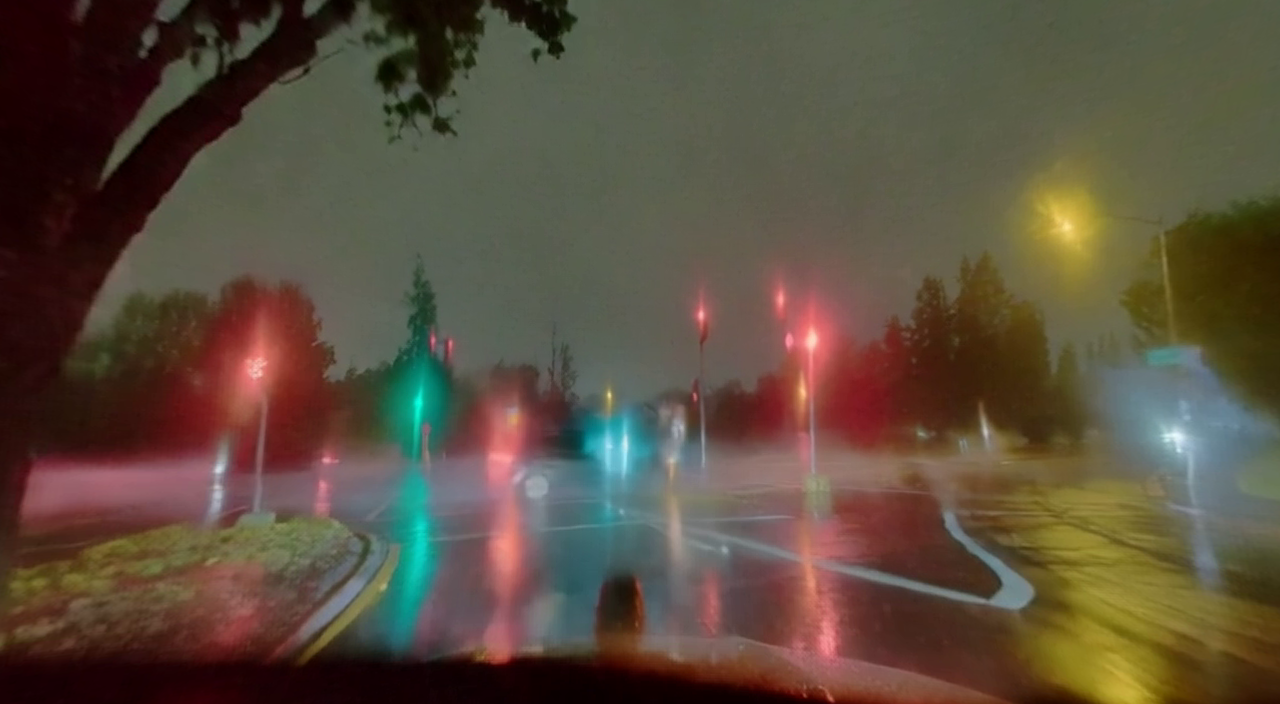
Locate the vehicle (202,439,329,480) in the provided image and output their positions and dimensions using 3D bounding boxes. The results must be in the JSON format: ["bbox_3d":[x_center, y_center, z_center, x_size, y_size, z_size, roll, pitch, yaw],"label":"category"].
[{"bbox_3d":[-16.359,4.697,27.892,4.602,1.667,1.933,4,-9,-26],"label":"vehicle"}]

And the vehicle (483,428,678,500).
[{"bbox_3d":[-1.508,2.814,16.269,4.545,1.602,2.014,4,-10,-27],"label":"vehicle"}]
